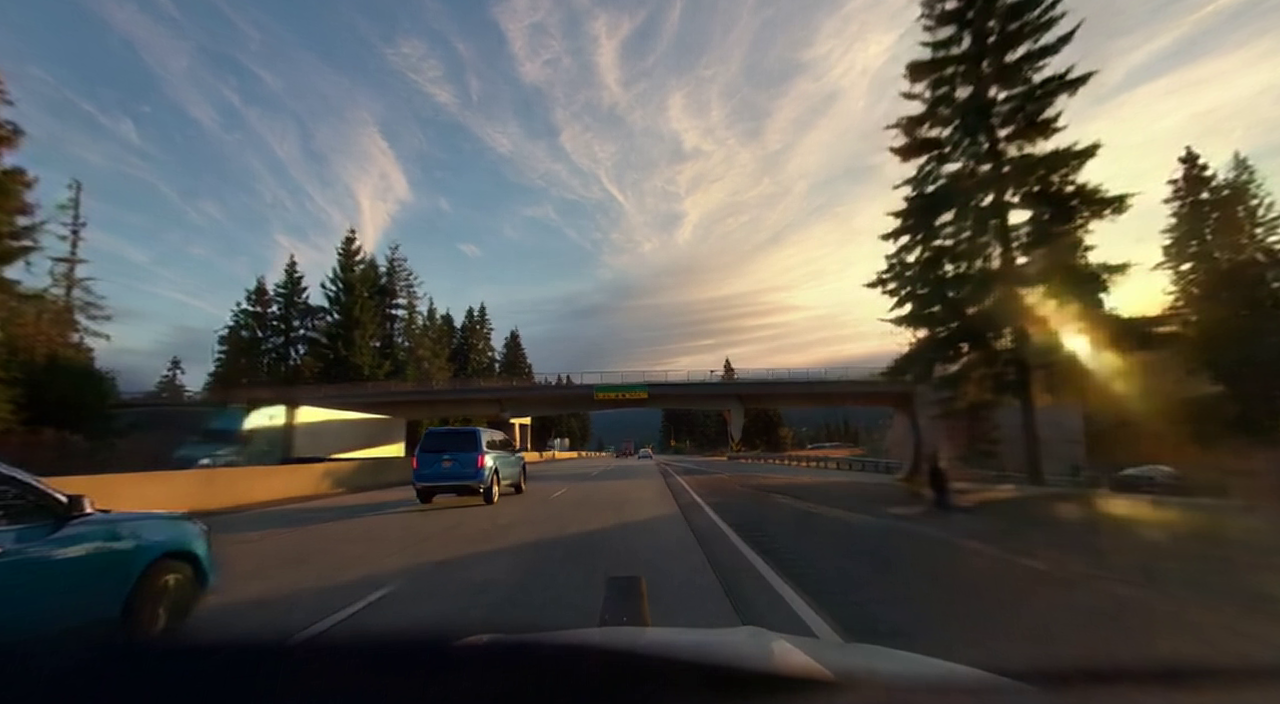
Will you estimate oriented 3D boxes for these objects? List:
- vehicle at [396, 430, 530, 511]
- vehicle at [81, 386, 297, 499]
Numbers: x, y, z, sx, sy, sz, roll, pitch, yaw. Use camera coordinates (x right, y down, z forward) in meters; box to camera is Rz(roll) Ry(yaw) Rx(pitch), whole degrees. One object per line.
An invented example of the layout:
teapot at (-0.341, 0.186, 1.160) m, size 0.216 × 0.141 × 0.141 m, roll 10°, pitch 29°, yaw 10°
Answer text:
vehicle at (-4.288, 2.936, 16.184) m, size 2.084 × 1.752 × 4.479 m, roll 0°, pitch -8°, yaw 1°
vehicle at (-18.161, 3.791, 26.409) m, size 3.027 × 3.973 × 7.954 m, roll 0°, pitch -8°, yaw 0°
